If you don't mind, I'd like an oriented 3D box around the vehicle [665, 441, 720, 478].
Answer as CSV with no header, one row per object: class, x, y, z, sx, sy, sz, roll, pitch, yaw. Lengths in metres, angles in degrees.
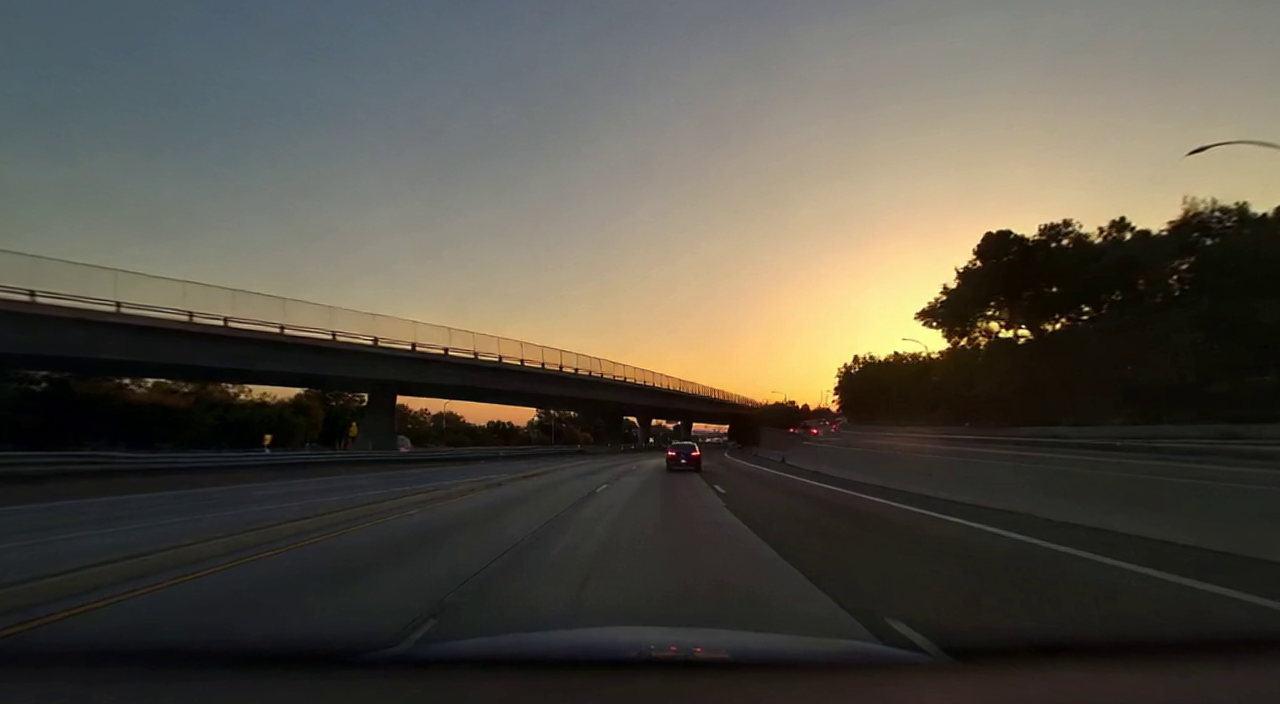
vehicle,2.121,4.492,26.555,2.124,1.405,4.398,0,-8,3
